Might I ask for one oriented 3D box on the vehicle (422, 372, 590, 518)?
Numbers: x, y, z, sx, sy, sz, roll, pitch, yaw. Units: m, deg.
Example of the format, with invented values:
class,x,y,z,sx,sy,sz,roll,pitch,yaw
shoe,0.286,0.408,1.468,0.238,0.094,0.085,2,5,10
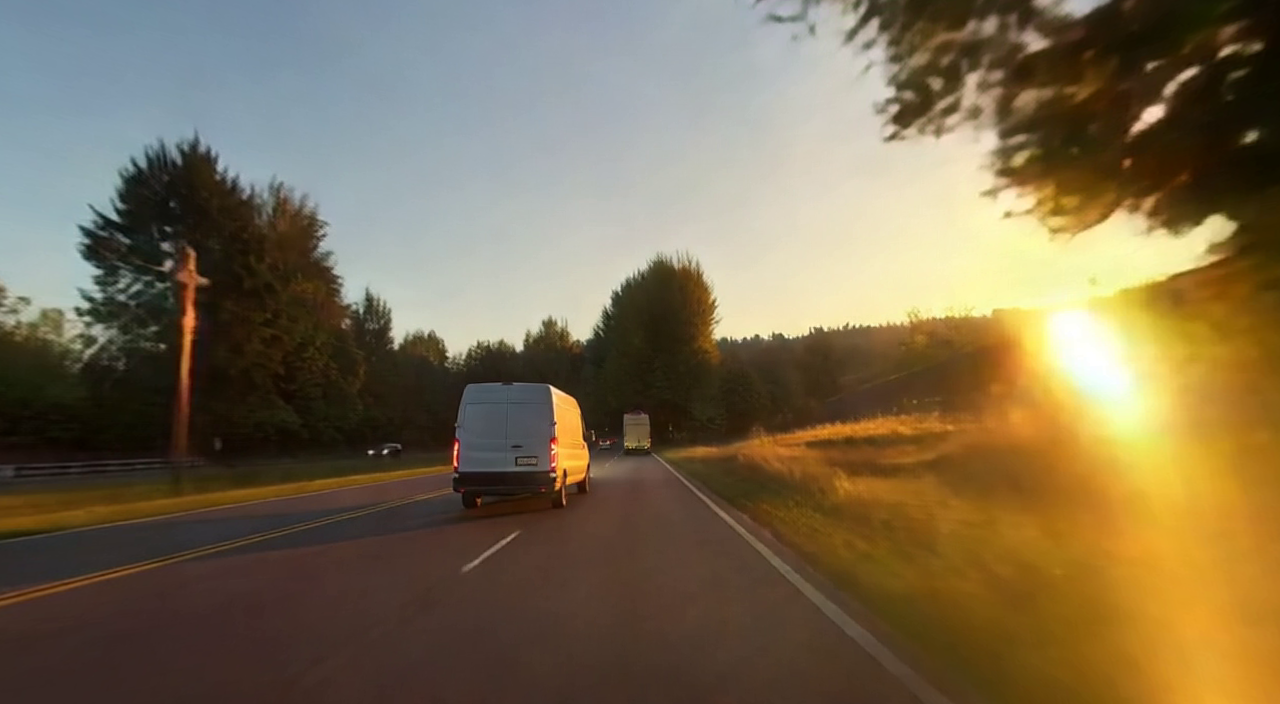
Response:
class,x,y,z,sx,sy,sz,roll,pitch,yaw
vehicle,-2.659,2.122,14.482,2.497,2.628,6.016,0,-8,0
